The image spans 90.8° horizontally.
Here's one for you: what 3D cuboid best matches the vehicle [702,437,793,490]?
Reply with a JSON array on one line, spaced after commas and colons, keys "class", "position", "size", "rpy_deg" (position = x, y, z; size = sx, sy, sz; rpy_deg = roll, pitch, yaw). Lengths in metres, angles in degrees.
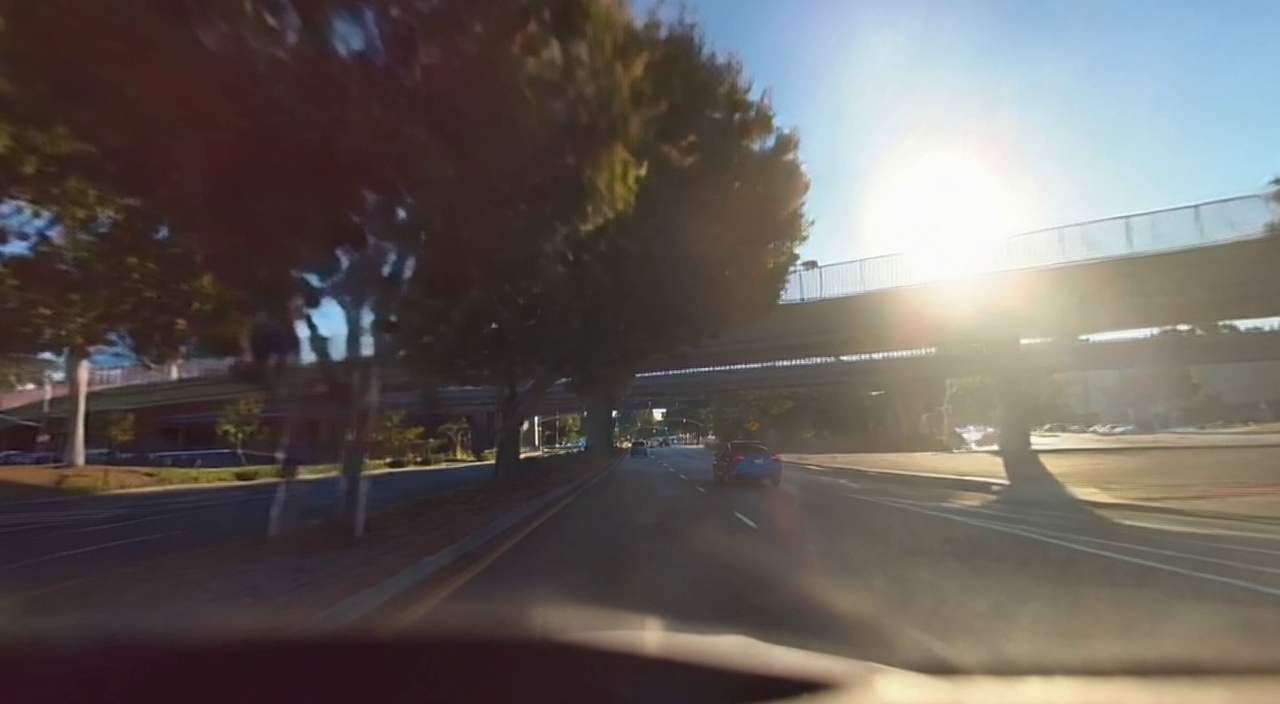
[{"class": "vehicle", "position": [3.305, 3.546, 20.420], "size": [2.062, 1.484, 4.332], "rpy_deg": [-1, -8, -1]}]
